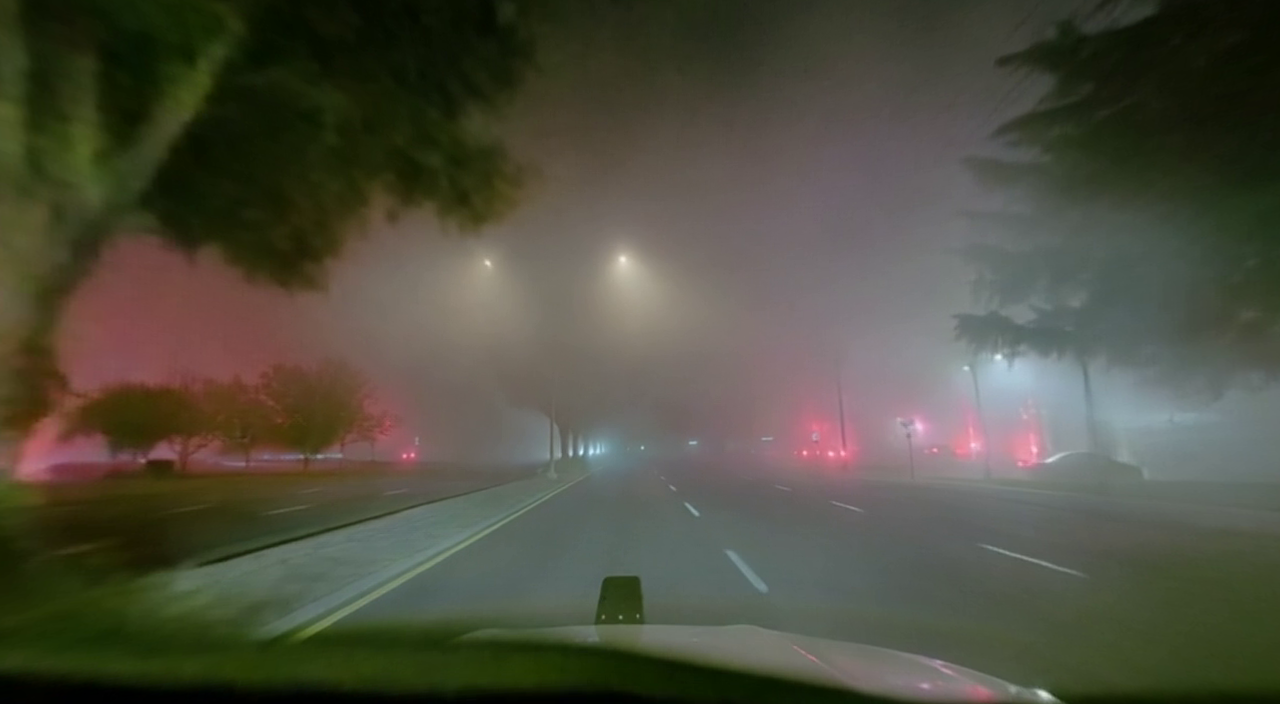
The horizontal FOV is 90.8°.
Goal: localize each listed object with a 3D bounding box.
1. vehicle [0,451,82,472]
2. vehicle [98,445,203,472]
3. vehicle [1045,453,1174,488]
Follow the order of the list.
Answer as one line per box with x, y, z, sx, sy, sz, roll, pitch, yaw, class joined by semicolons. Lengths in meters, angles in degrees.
-46.159;8.426;48.726;1.912;1.509;4.629;0;-9;1;vehicle
-29.862;6.482;38.624;4.693;1.572;1.999;0;-9;0;vehicle
20.006;5.054;27.065;3.975;1.387;1.914;0;-9;-1;vehicle
